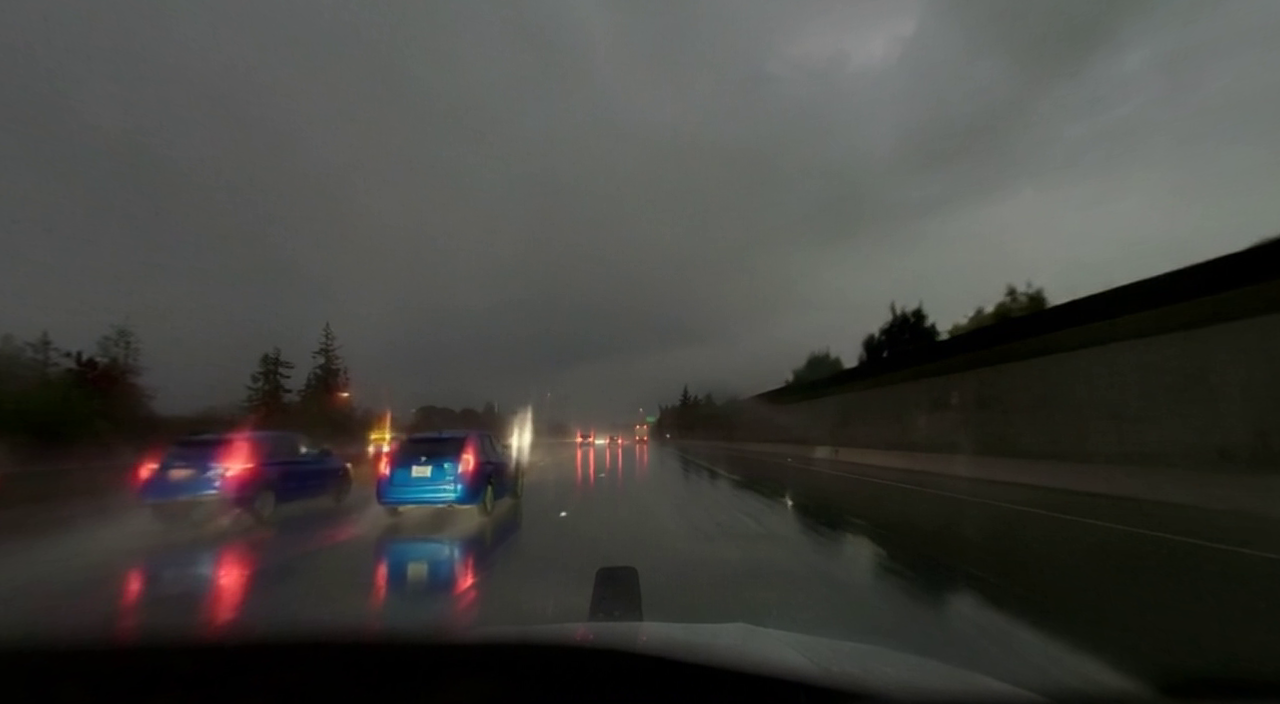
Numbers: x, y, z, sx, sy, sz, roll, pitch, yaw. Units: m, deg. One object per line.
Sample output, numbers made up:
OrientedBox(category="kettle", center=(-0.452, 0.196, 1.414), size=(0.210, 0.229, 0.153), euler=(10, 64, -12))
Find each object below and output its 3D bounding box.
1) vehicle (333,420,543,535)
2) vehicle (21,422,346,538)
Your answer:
OrientedBox(category="vehicle", center=(-2.973, 1.925, 10.289), size=(2.079, 1.500, 3.881), euler=(0, -8, 1))
OrientedBox(category="vehicle", center=(-7.000, 1.968, 10.452), size=(2.084, 1.494, 4.404), euler=(0, -8, 0))
